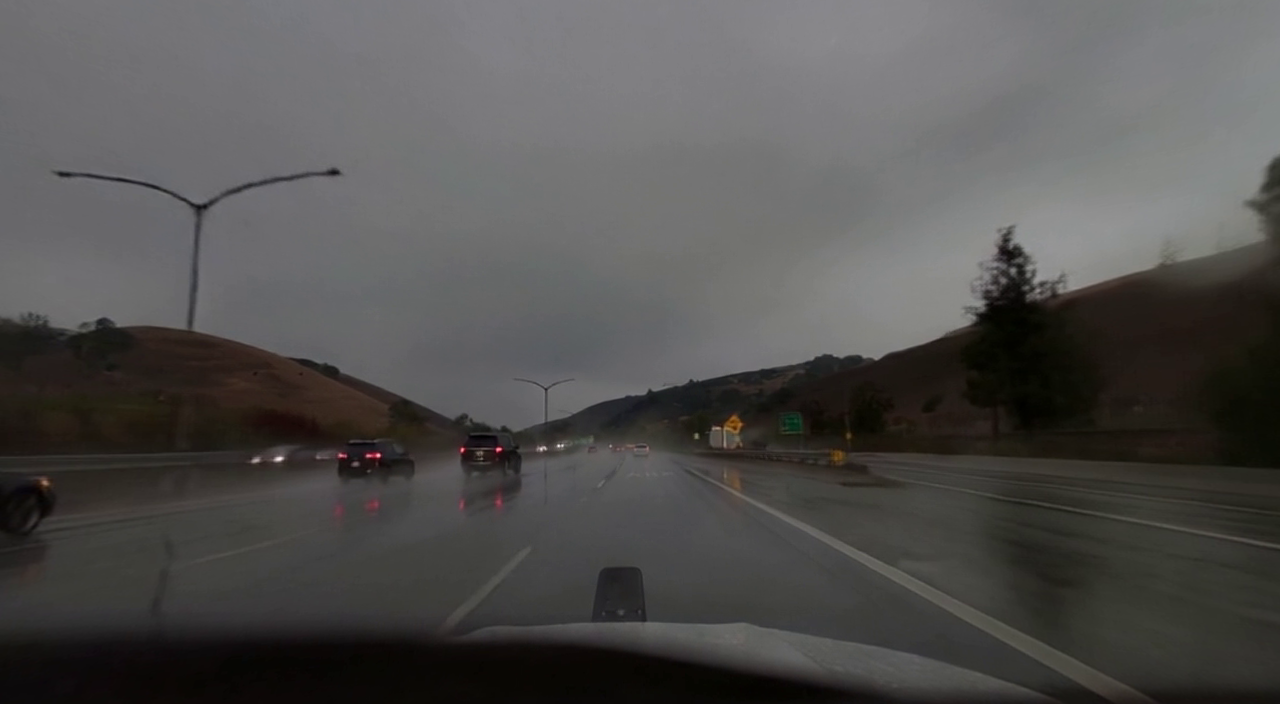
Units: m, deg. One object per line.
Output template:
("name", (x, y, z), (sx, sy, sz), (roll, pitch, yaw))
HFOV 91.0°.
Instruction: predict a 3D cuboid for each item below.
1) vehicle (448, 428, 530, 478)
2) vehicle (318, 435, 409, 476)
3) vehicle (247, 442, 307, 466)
("vehicle", (-6.391, 4.369, 27.254), (2.219, 1.947, 4.924), (0, -9, 1))
("vehicle", (-13.255, 4.998, 30.573), (2.079, 1.822, 4.893), (0, -9, 1))
("vehicle", (-24.510, 6.900, 42.688), (1.710, 1.505, 3.795), (0, -9, 2))
